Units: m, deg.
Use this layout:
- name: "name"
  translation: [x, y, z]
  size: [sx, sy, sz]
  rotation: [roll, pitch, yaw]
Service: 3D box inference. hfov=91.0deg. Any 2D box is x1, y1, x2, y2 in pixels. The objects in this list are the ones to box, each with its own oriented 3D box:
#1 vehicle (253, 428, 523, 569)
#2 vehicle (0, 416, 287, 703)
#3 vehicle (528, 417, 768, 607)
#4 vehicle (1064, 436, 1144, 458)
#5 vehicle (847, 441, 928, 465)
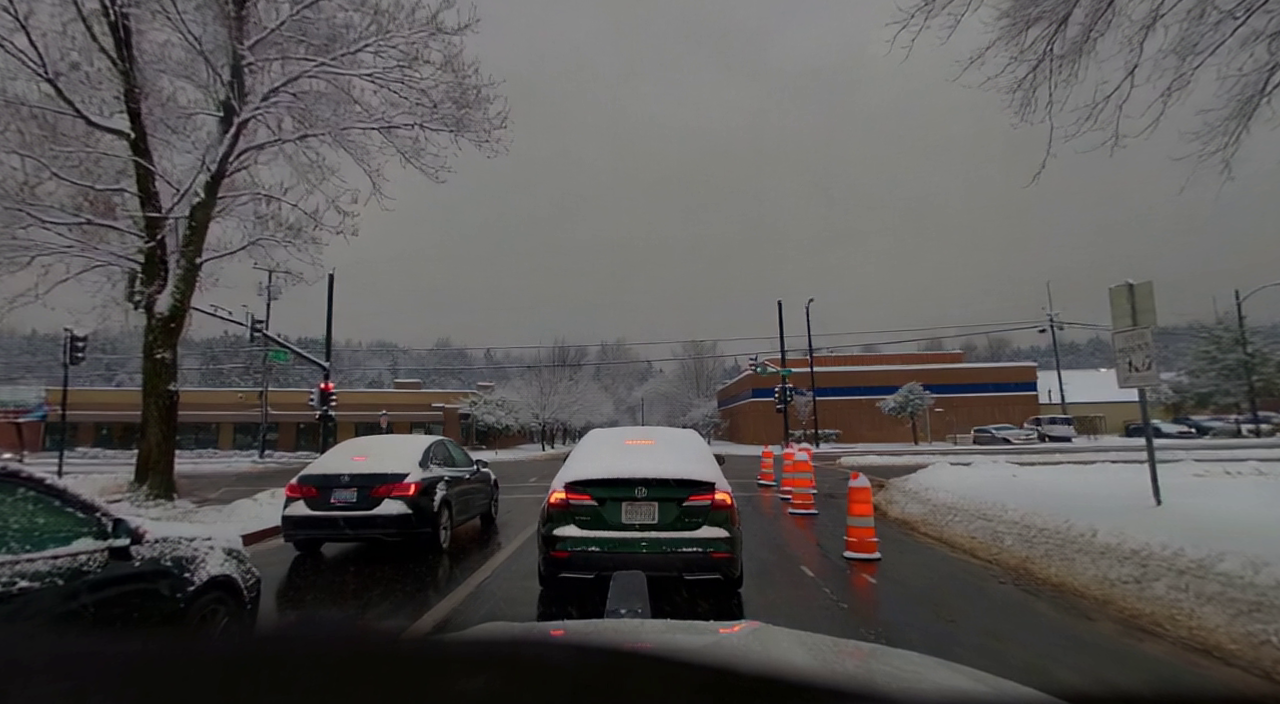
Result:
- name: "vehicle"
  translation: [-3.275, 2.001, 9.450]
  size: [1.989, 1.541, 4.626]
  rotation: [0, -9, 2]
- name: "vehicle"
  translation: [-3.598, 0.946, 2.146]
  size: [1.964, 1.497, 4.722]
  rotation: [0, -9, 1]
- name: "vehicle"
  translation: [0.110, 1.627, 7.216]
  size: [2.021, 1.560, 3.676]
  rotation: [0, -9, 1]
- name: "vehicle"
  translation: [36.750, 7.547, 49.982]
  size: [4.791, 1.635, 1.857]
  rotation: [0, -9, 1]
- name: "vehicle"
  translation: [16.200, 6.629, 41.370]
  size: [4.579, 1.480, 1.819]
  rotation: [-1, -9, 7]
